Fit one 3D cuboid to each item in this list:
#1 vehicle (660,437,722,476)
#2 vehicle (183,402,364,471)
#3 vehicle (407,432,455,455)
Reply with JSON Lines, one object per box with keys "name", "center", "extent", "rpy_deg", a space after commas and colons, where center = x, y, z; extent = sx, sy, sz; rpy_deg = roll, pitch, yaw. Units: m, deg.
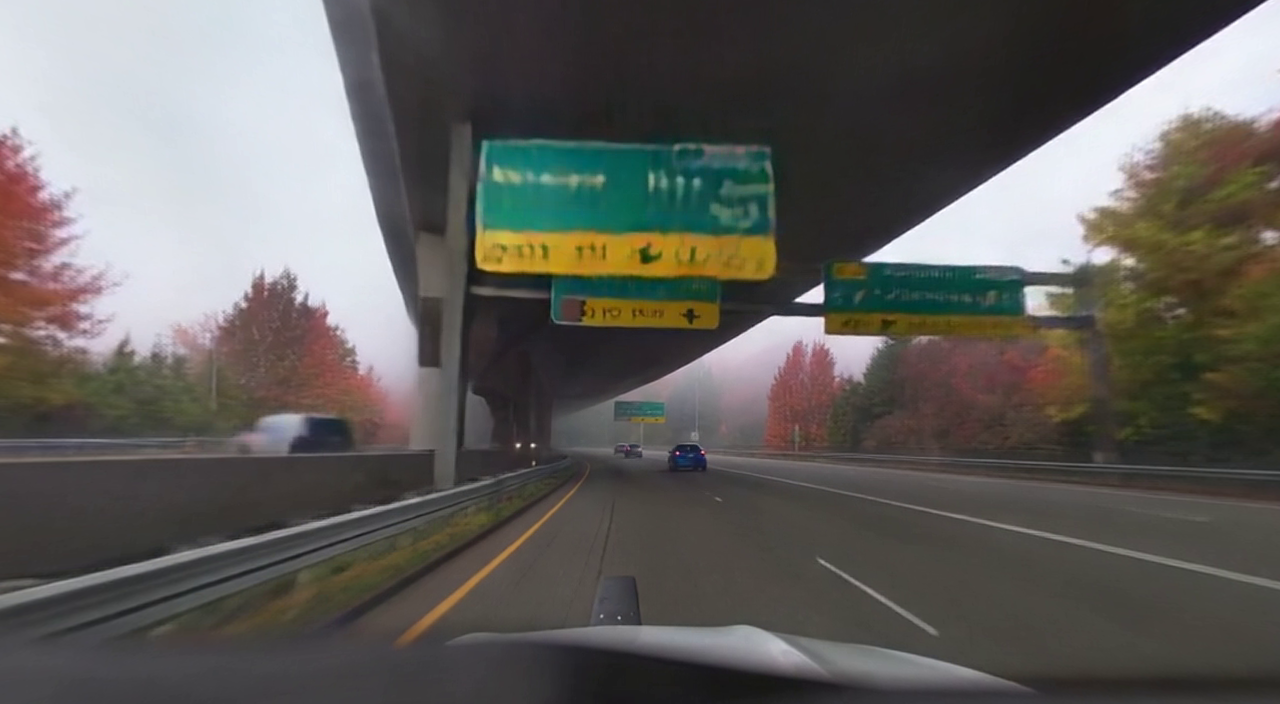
{"name": "vehicle", "center": [2.256, 4.815, 28.930], "extent": [2.337, 1.633, 4.222], "rpy_deg": [0, -9, -2]}
{"name": "vehicle", "center": [-9.176, 2.235, 16.265], "extent": [2.075, 1.502, 4.483], "rpy_deg": [0, -9, -1]}
{"name": "vehicle", "center": [-14.660, 6.455, 44.159], "extent": [1.983, 1.522, 4.458], "rpy_deg": [0, -9, -2]}
